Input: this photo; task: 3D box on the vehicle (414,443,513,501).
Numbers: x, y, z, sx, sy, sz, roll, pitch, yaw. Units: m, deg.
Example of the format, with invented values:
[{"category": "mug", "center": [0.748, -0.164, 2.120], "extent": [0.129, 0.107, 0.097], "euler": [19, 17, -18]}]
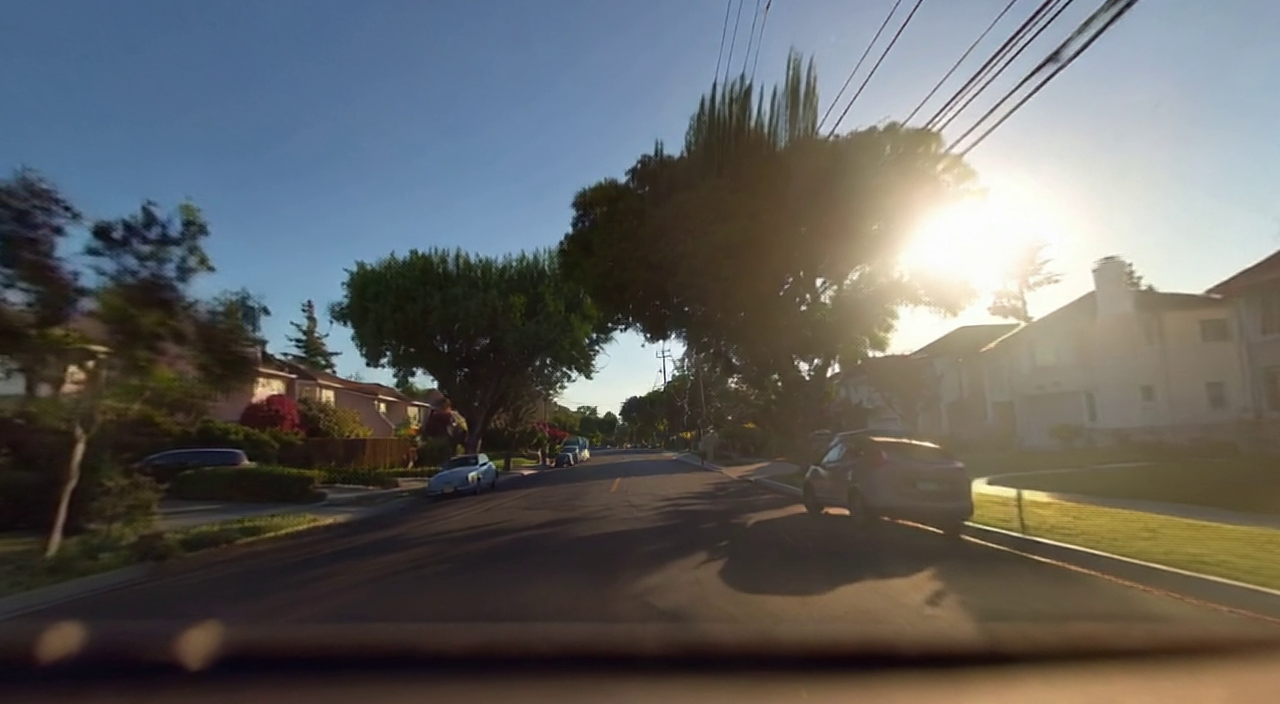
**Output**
[{"category": "vehicle", "center": [-5.915, 4.043, 21.859], "extent": [1.954, 1.551, 5.128], "euler": [-3, -7, 0]}]

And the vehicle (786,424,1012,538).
[{"category": "vehicle", "center": [4.085, 2.093, 10.822], "extent": [2.020, 1.558, 3.925], "euler": [0, -8, -3]}]
